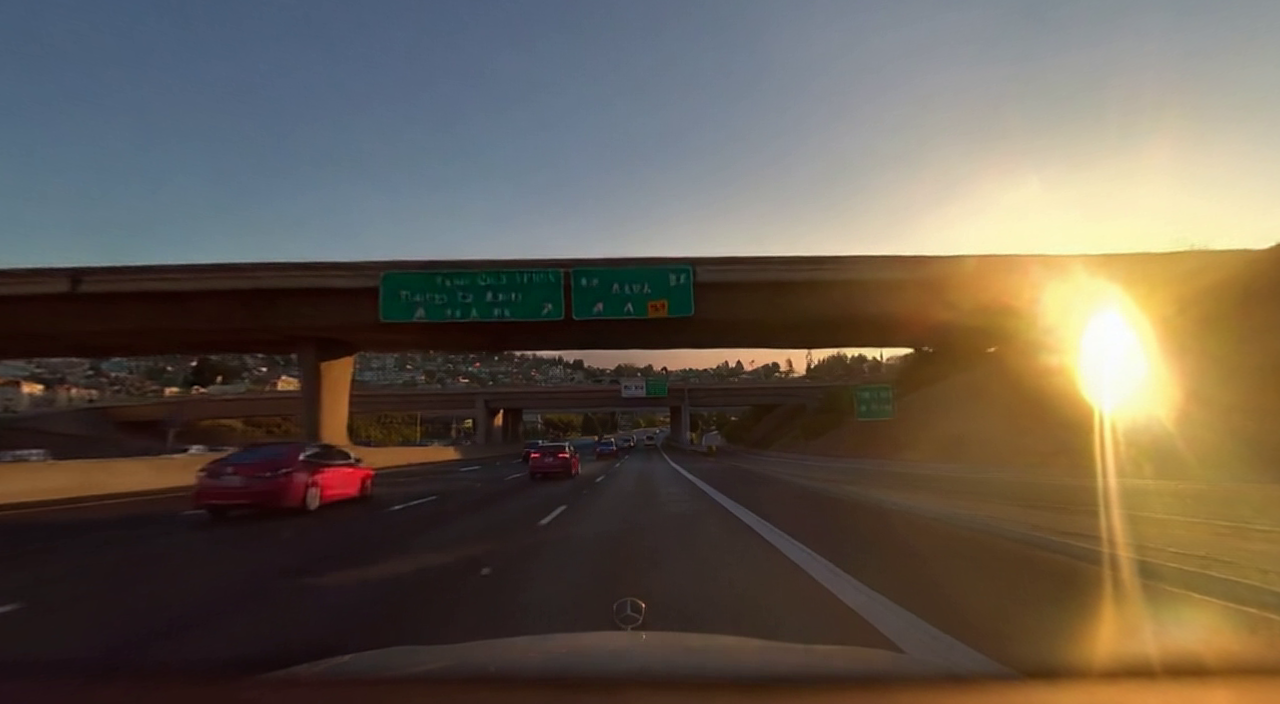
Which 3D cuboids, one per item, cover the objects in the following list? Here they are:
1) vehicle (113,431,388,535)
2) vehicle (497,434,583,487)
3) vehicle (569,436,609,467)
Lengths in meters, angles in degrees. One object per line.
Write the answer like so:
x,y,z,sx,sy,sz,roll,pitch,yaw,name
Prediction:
-6.848,2.330,11.952,2.069,1.551,4.830,0,-8,1,vehicle
-3.371,3.770,22.259,2.210,1.628,4.586,0,-8,1,vehicle
-3.159,6.282,40.058,2.080,1.811,4.644,0,-8,1,vehicle
